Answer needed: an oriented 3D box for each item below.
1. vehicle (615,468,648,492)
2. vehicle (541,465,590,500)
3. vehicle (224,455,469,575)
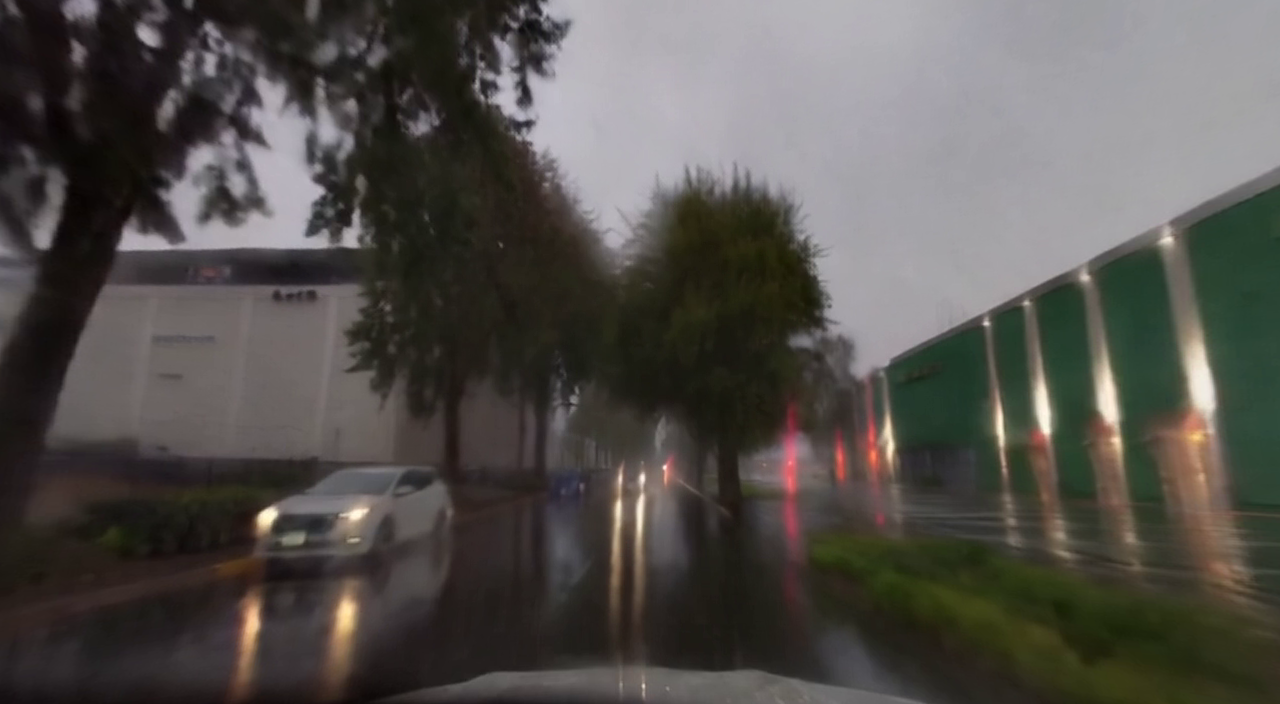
[{"bbox_3d":[-0.511,8.482,41.860,1.978,1.453,4.314,1,-11,2],"label":"vehicle"},{"bbox_3d":[-3.648,6.495,31.560,2.011,1.596,3.760,-1,-10,0],"label":"vehicle"},{"bbox_3d":[-4.446,2.523,10.425,1.903,1.542,4.115,-1,-10,3],"label":"vehicle"}]
